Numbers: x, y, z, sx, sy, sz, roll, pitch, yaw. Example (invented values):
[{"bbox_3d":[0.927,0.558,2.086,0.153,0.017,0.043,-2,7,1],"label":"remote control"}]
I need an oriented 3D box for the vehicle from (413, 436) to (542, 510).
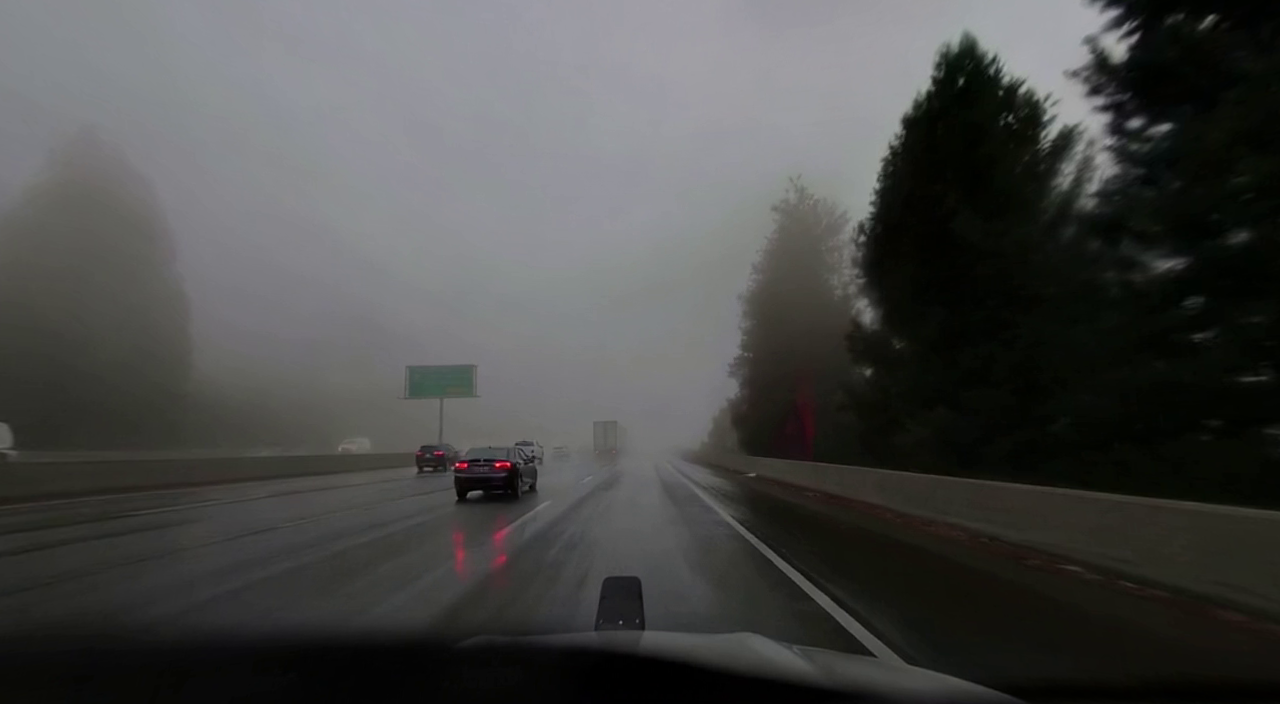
[{"bbox_3d":[-3.733,2.840,15.290,1.931,1.528,4.126,0,-9,1],"label":"vehicle"}]
